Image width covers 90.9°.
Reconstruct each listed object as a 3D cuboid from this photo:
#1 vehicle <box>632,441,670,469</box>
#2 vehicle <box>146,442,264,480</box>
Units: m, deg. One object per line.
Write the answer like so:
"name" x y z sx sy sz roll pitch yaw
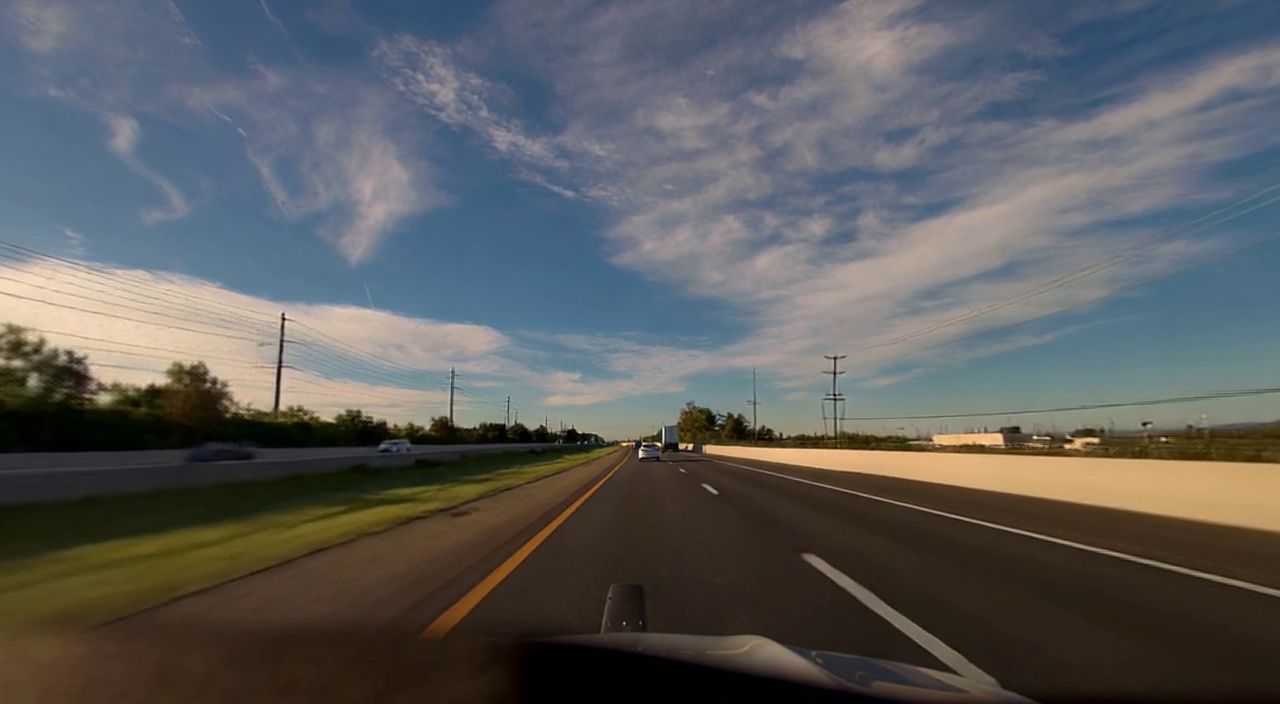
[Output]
"vehicle" 0.652 6.235 38.238 2.192 1.556 4.132 -1 -9 1
"vehicle" -20.291 5.086 29.760 2.020 1.614 4.862 -1 -9 1
